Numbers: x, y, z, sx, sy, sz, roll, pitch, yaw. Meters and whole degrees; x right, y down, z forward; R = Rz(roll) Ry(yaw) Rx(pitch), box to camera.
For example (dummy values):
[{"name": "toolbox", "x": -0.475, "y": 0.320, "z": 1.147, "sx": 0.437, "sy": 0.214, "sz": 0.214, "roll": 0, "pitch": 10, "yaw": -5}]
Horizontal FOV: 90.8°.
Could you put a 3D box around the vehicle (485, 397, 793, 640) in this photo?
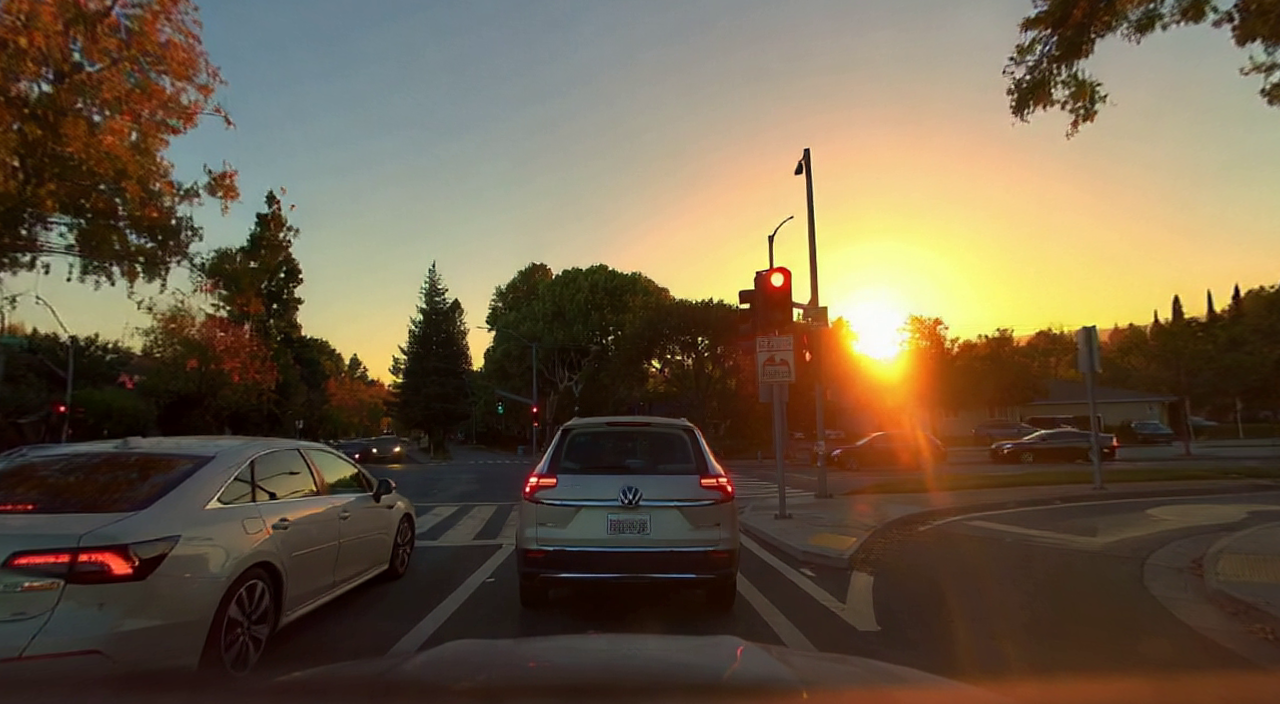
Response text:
[{"name": "vehicle", "x": -0.151, "y": 1.468, "z": 6.574, "sx": 2.154, "sy": 1.670, "sz": 4.140, "roll": 1, "pitch": -9, "yaw": -5}]

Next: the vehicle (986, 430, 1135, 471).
[{"name": "vehicle", "x": 17.363, "y": 4.102, "z": 26.293, "sx": 4.670, "sy": 1.616, "sz": 1.926, "roll": -1, "pitch": -9, "yaw": 6}]

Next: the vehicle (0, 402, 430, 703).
[{"name": "vehicle", "x": -3.299, "y": 1.272, "z": 4.725, "sx": 2.035, "sy": 1.492, "sz": 4.415, "roll": 0, "pitch": -9, "yaw": -2}]

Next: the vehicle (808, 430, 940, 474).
[{"name": "vehicle", "x": 9.899, "y": 4.282, "z": 27.104, "sx": 4.887, "sy": 1.769, "sz": 2.035, "roll": -1, "pitch": -9, "yaw": 6}]
